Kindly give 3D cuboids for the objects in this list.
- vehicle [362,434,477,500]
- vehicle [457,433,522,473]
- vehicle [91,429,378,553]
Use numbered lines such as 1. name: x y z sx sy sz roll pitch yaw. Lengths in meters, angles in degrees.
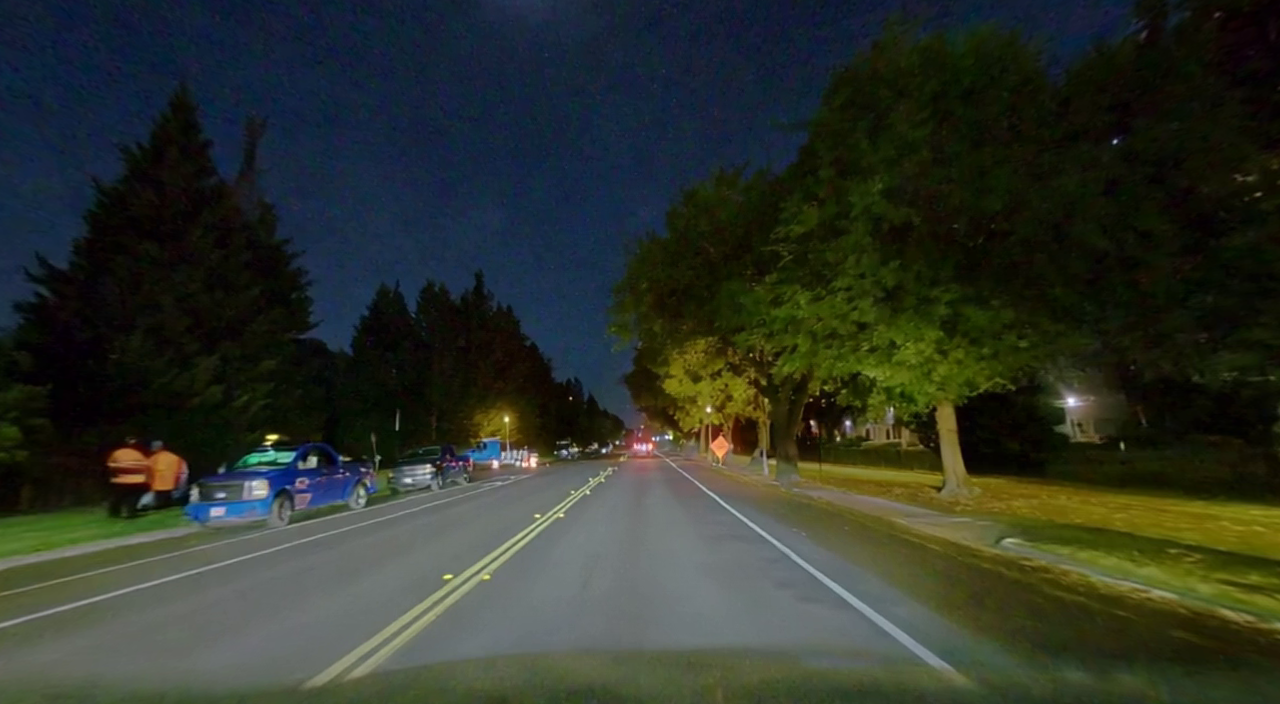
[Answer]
1. vehicle: -8.207 4.256 24.203 2.375 2.016 5.936 -4 -7 -1
2. vehicle: -10.422 6.964 43.701 4.120 2.628 2.064 3 -9 -19
3. vehicle: -8.200 2.739 13.738 2.375 1.923 5.790 -4 -7 1
